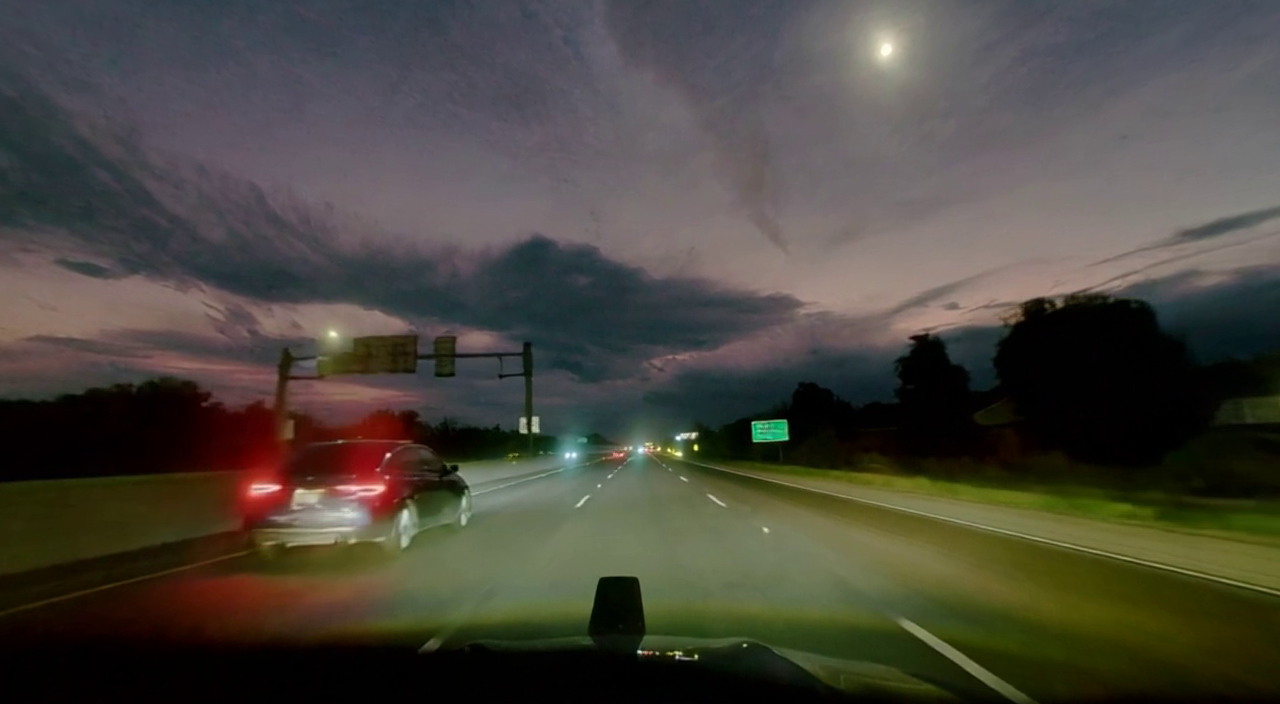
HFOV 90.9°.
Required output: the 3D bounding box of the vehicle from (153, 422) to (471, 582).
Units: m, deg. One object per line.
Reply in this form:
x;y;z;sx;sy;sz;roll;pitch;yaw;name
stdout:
-3.780;1.799;8.269;1.965;1.556;3.971;0;-9;1;vehicle
